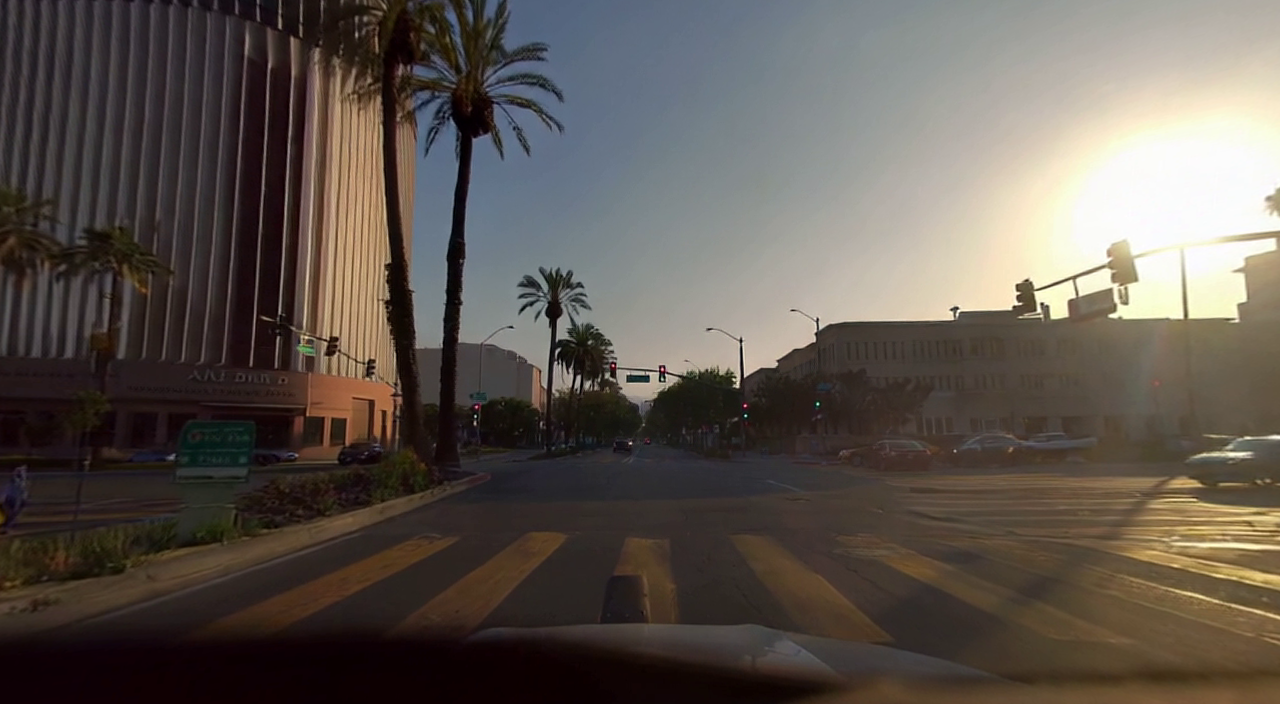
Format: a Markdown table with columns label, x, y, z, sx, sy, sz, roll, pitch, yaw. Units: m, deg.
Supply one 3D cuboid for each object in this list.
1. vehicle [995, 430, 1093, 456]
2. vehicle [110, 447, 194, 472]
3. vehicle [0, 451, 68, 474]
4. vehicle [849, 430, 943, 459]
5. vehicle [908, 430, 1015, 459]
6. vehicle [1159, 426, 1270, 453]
| label | x | y | z | sx | sy | sz | roll | pitch | yaw |
| --- | --- | --- | --- | --- | --- | --- | --- | --- | --- |
| vehicle | 23.502 | 5.338 | 36.777 | 4.423 | 1.465 | 1.798 | 0 | -8 | 1 |
| vehicle | -33.094 | 7.279 | 42.827 | 4.136 | 1.661 | 1.857 | 0 | -8 | 1 |
| vehicle | -41.661 | 7.497 | 42.844 | 3.698 | 1.467 | 1.779 | 0 | -8 | 1 |
| vehicle | 14.974 | 5.428 | 37.030 | 4.648 | 1.665 | 1.910 | 0 | -8 | 0 |
| vehicle | 16.912 | 4.868 | 33.305 | 4.684 | 1.461 | 1.777 | 0 | -8 | -1 |
| vehicle | 33.139 | 5.062 | 36.440 | 4.567 | 1.458 | 1.791 | 0 | -8 | 0 |
